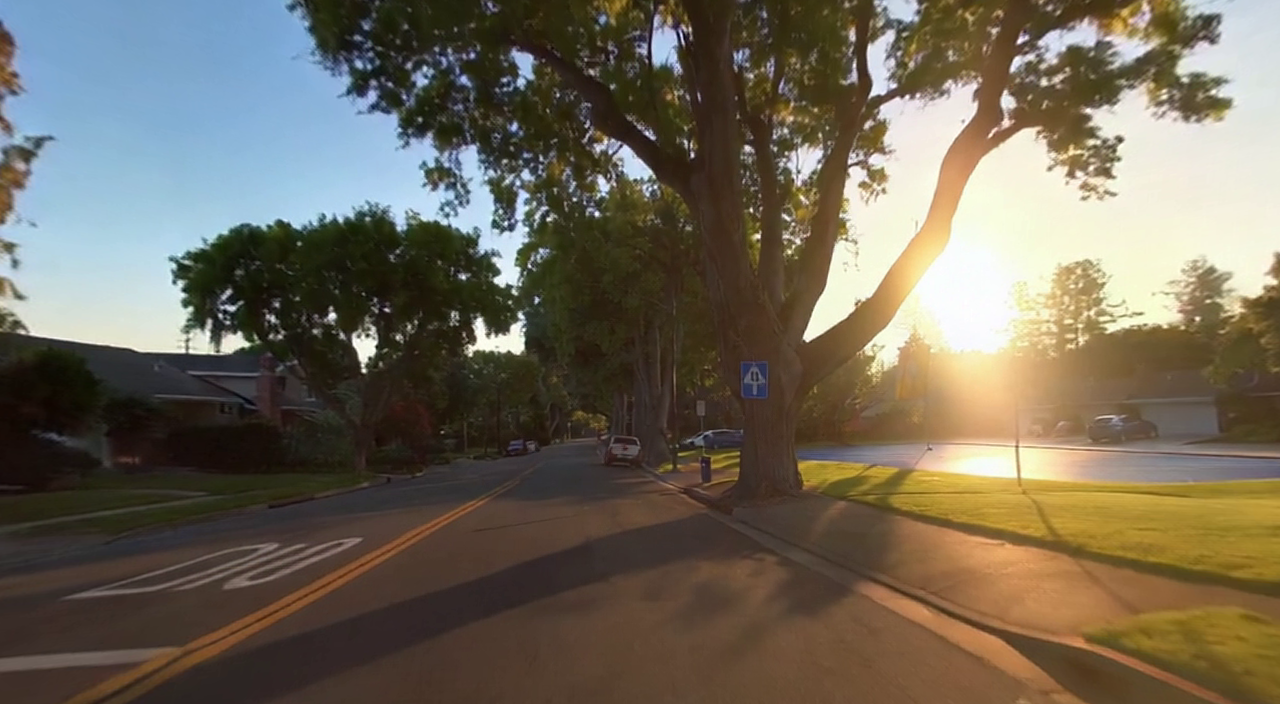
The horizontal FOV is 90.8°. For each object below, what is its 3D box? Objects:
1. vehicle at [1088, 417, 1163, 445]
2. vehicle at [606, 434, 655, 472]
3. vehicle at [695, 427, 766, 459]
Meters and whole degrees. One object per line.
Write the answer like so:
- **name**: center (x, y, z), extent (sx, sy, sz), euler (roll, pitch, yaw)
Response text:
- **vehicle**: center (30.545, 4.988, 39.716), extent (4.481, 1.634, 1.973), euler (4, -10, -29)
- **vehicle**: center (-0.570, 5.120, 32.285), extent (2.204, 1.776, 4.262), euler (1, -8, -5)
- **vehicle**: center (5.996, 5.970, 41.680), extent (4.390, 1.696, 1.954), euler (1, -7, -35)
